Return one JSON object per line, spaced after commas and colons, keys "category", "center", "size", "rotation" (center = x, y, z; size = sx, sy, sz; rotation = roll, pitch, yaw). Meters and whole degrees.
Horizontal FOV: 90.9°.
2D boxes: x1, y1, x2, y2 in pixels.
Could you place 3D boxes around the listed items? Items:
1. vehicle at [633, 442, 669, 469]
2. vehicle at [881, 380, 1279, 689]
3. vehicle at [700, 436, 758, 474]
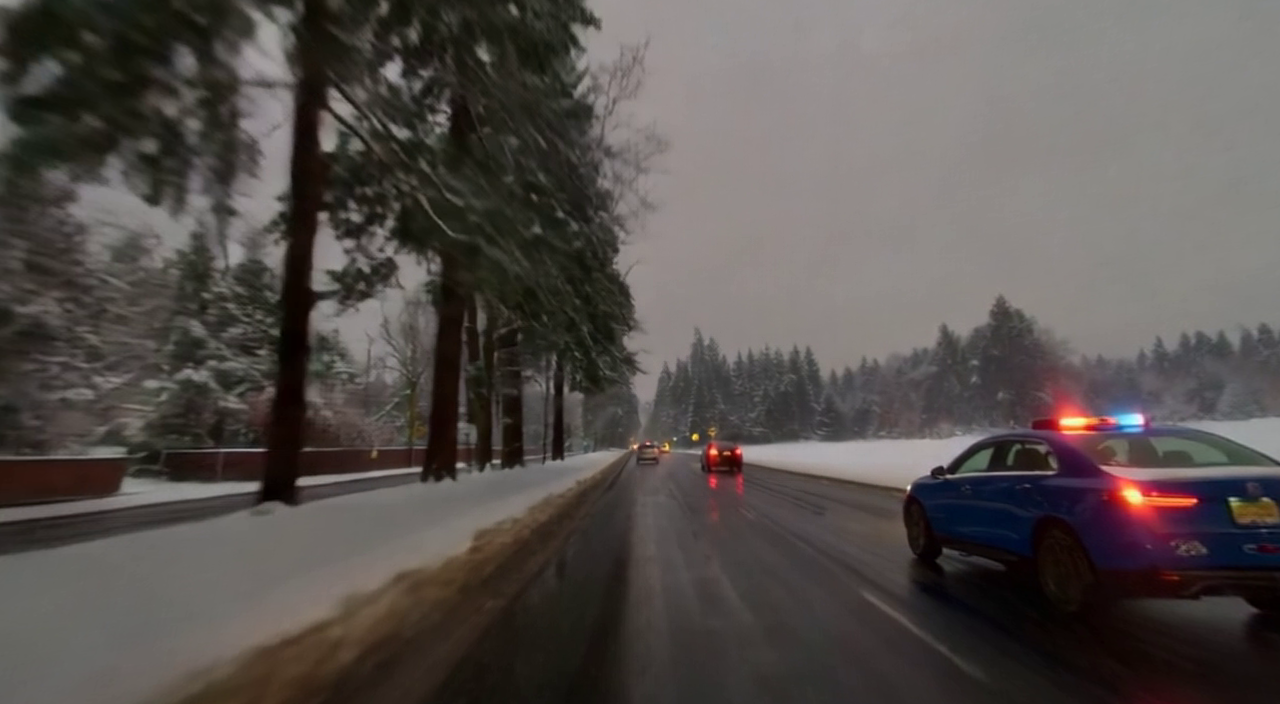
{"category": "vehicle", "center": [0.586, 6.127, 37.537], "size": [2.026, 1.466, 4.282], "rotation": [0, -9, 0]}
{"category": "vehicle", "center": [3.956, 1.277, 5.499], "size": [2.052, 1.639, 4.123], "rotation": [0, -9, 0]}
{"category": "vehicle", "center": [4.189, 4.926, 30.327], "size": [2.110, 1.666, 3.912], "rotation": [0, -9, -1]}
